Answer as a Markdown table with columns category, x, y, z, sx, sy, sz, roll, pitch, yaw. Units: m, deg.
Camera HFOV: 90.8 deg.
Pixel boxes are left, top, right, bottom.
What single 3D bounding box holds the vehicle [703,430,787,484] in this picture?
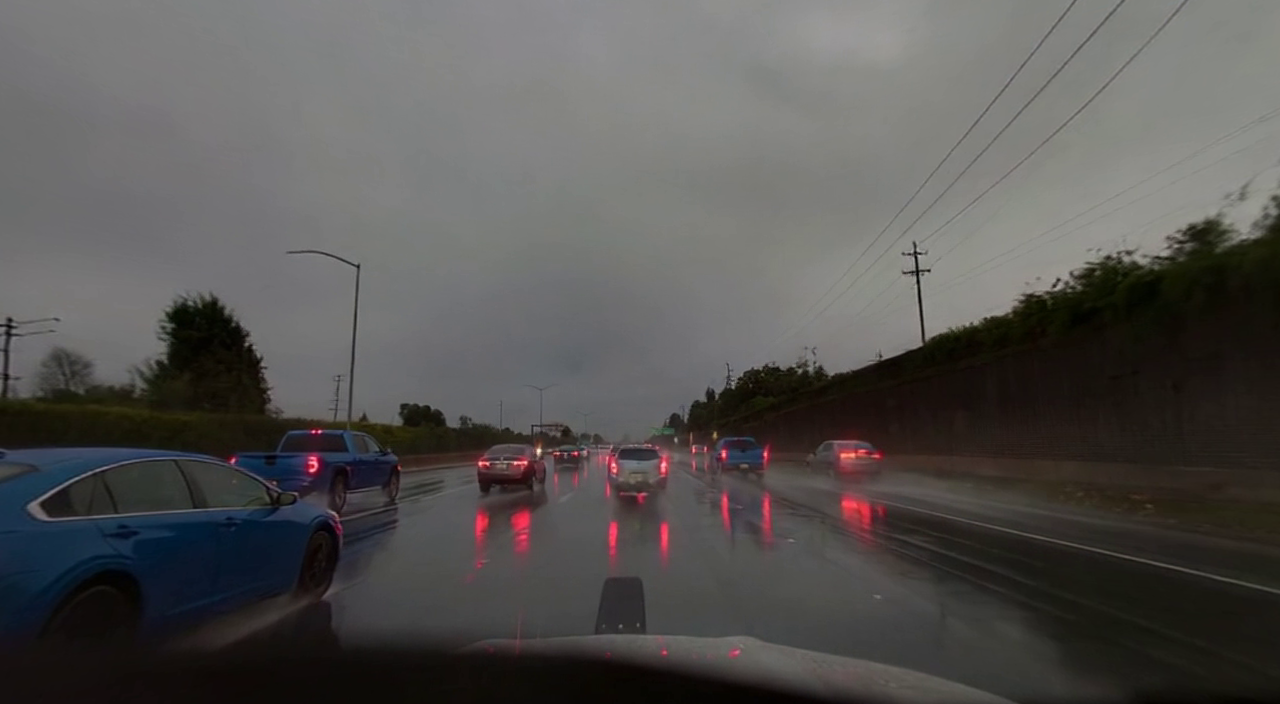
| category | x | y | z | sx | sy | sz | roll | pitch | yaw |
| --- | --- | --- | --- | --- | --- | --- | --- | --- | --- |
| vehicle | 3.791 | 3.920 | 23.922 | 2.113 | 1.800 | 5.376 | 0 | -8 | -1 |

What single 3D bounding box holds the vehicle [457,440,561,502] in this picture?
| category | x | y | z | sx | sy | sz | roll | pitch | yaw |
| --- | --- | --- | --- | --- | --- | --- | --- | --- | --- |
| vehicle | -3.365 | 3.122 | 17.050 | 1.899 | 1.437 | 4.131 | 0 | -8 | 1 |

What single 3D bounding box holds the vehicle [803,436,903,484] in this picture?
| category | x | y | z | sx | sy | sz | roll | pitch | yaw |
| --- | --- | --- | --- | --- | --- | --- | --- | --- | --- |
| vehicle | 7.872 | 4.018 | 23.903 | 1.969 | 1.608 | 4.865 | 0 | -8 | -1 |

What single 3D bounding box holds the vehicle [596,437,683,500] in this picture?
| category | x | y | z | sx | sy | sz | roll | pitch | yaw |
| --- | --- | --- | --- | --- | --- | --- | --- | --- | --- |
| vehicle | -0.034 | 3.147 | 17.560 | 2.102 | 1.499 | 4.439 | 0 | -8 | -1 |

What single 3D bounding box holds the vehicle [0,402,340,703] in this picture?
| category | x | y | z | sx | sy | sz | roll | pitch | yaw |
| --- | --- | --- | --- | --- | --- | --- | --- | --- | --- |
| vehicle | -3.728 | 1.059 | 3.353 | 1.955 | 1.481 | 4.604 | 0 | -8 | 1 |
